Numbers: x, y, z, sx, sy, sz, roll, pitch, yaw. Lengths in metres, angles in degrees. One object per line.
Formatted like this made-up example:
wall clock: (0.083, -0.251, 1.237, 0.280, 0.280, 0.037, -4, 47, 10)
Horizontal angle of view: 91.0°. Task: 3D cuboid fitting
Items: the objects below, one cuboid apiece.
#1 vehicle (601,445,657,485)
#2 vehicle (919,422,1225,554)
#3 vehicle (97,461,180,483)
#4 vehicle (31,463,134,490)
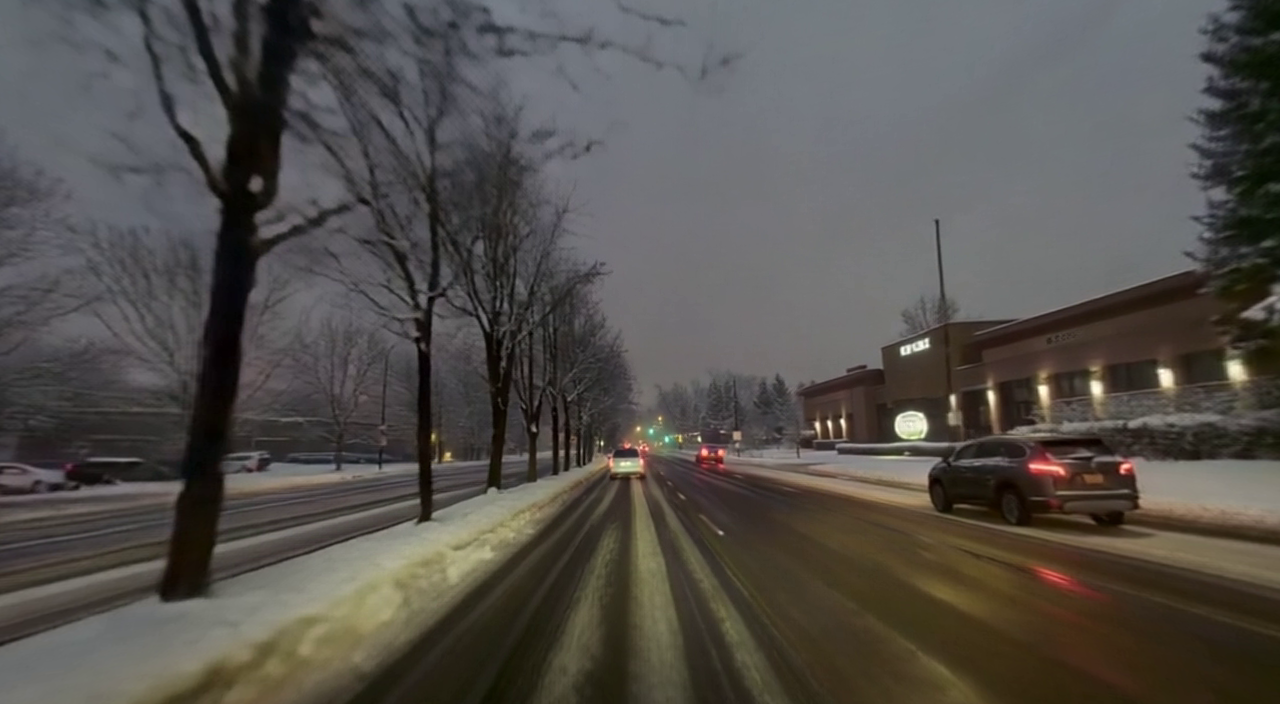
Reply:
vehicle: (-0.400, 4.231, 23.898, 1.970, 1.402, 3.756, 0, -8, 0)
vehicle: (6.335, 2.000, 9.936, 1.949, 1.647, 3.894, 0, -8, -2)
vehicle: (-33.871, 8.110, 42.543, 4.047, 1.400, 1.866, -1, -8, 3)
vehicle: (-33.420, 7.457, 37.816, 4.389, 1.448, 1.925, 0, -8, 2)
